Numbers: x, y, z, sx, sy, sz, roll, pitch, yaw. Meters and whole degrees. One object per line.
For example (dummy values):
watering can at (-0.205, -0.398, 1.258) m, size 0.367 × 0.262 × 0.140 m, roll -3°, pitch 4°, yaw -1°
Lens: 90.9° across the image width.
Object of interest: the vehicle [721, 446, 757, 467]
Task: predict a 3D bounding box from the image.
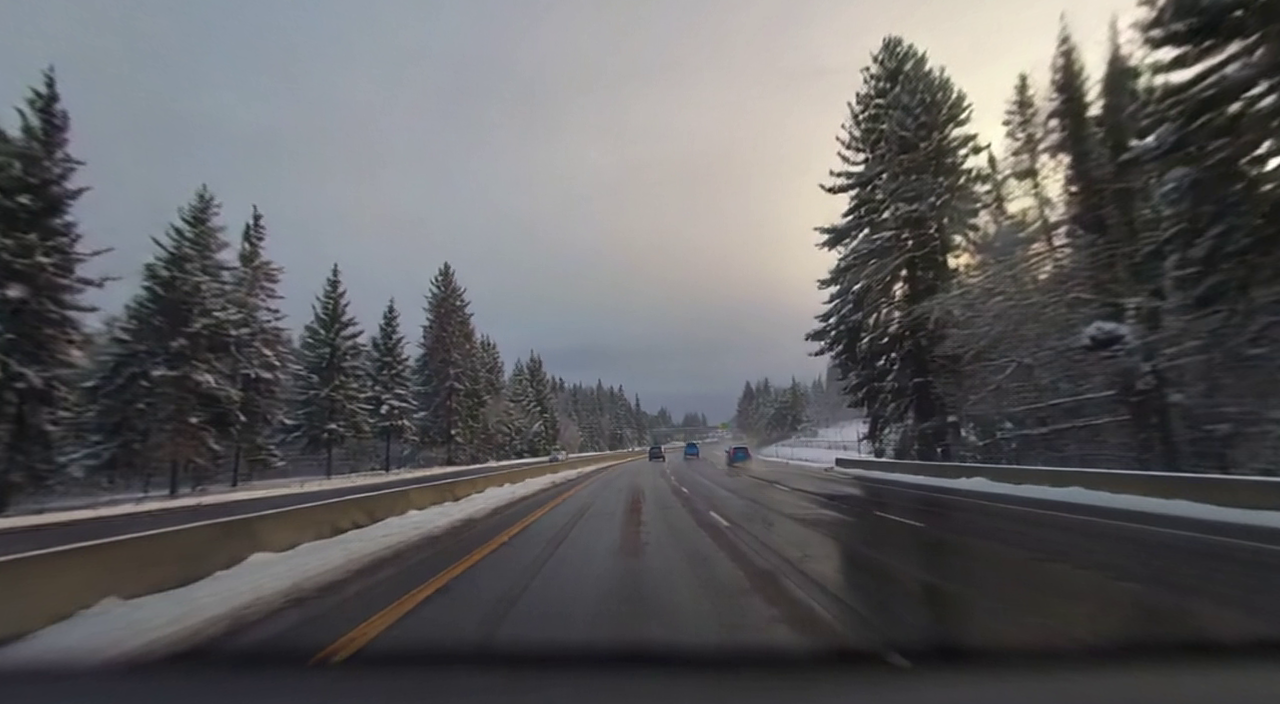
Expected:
vehicle at (7.794, 8.285, 49.833) m, size 2.175 × 1.574 × 3.943 m, roll 0°, pitch -9°, yaw 0°
